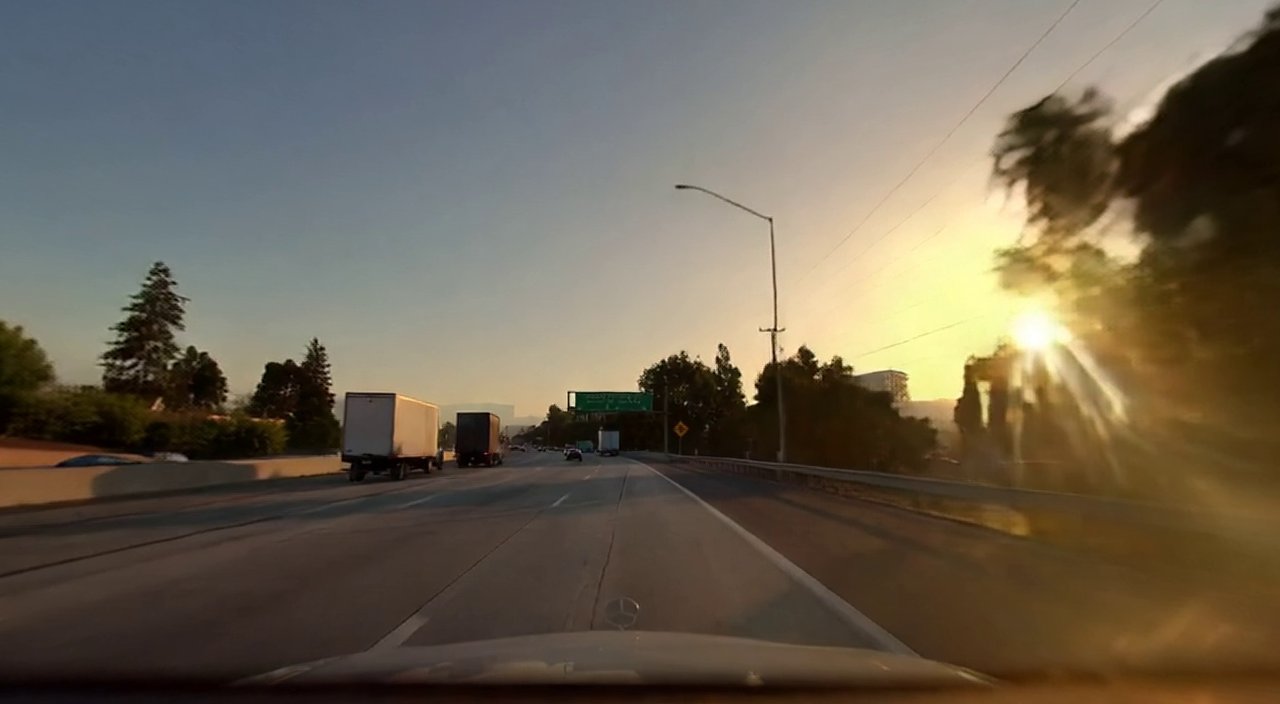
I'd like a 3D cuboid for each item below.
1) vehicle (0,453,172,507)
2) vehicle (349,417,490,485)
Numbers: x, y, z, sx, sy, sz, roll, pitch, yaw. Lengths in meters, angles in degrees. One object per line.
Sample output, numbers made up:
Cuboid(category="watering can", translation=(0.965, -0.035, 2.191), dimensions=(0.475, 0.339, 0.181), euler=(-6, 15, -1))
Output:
Cuboid(category="vehicle", translation=(-17.536, 3.995, 20.221), dimensions=(1.842, 1.452, 4.612), euler=(0, -8, -3))
Cuboid(category="vehicle", translation=(-10.557, 5.042, 32.662), dimensions=(3.270, 2.674, 14.547), euler=(0, -9, -5))
